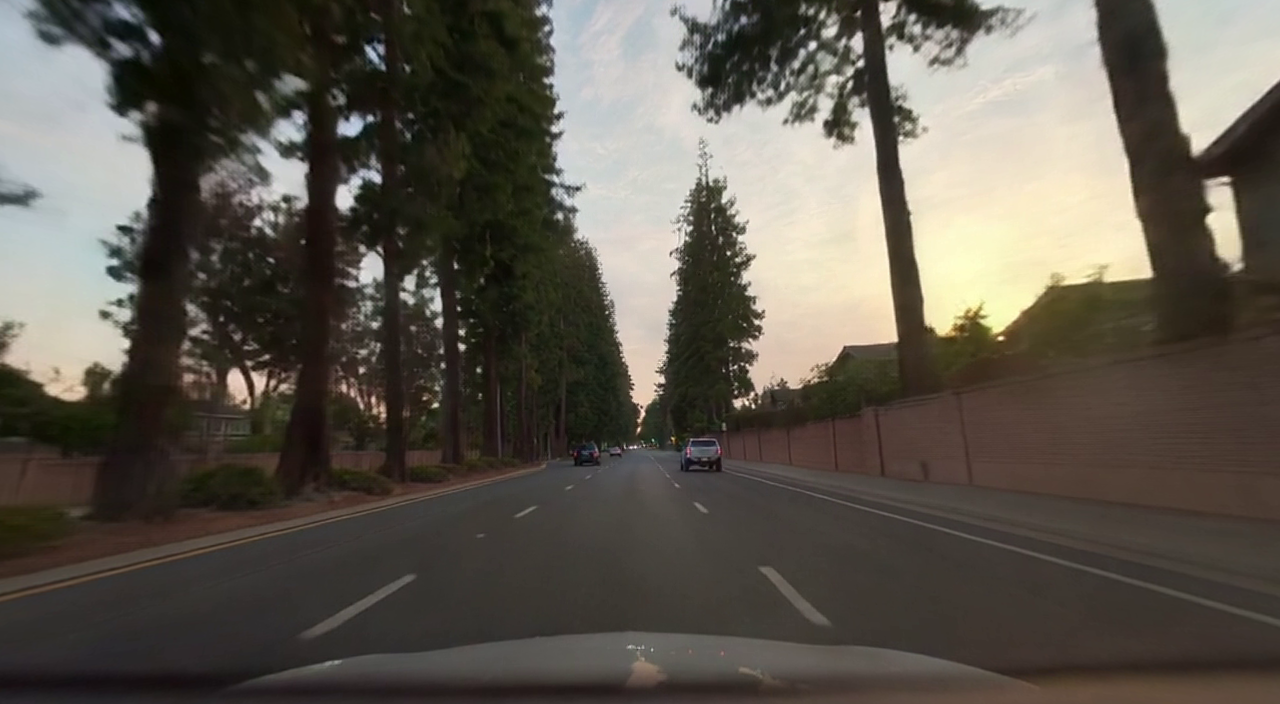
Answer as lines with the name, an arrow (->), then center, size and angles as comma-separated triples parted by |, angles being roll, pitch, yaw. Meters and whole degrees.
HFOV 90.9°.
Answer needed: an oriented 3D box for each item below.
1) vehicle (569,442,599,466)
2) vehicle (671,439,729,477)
vehicle -> -4.385, 8.038, 49.983 | 2.002, 1.747, 4.728 | 0, -8, -1
vehicle -> 2.821, 5.110, 30.744 | 2.321, 1.695, 5.037 | 0, -8, 0
